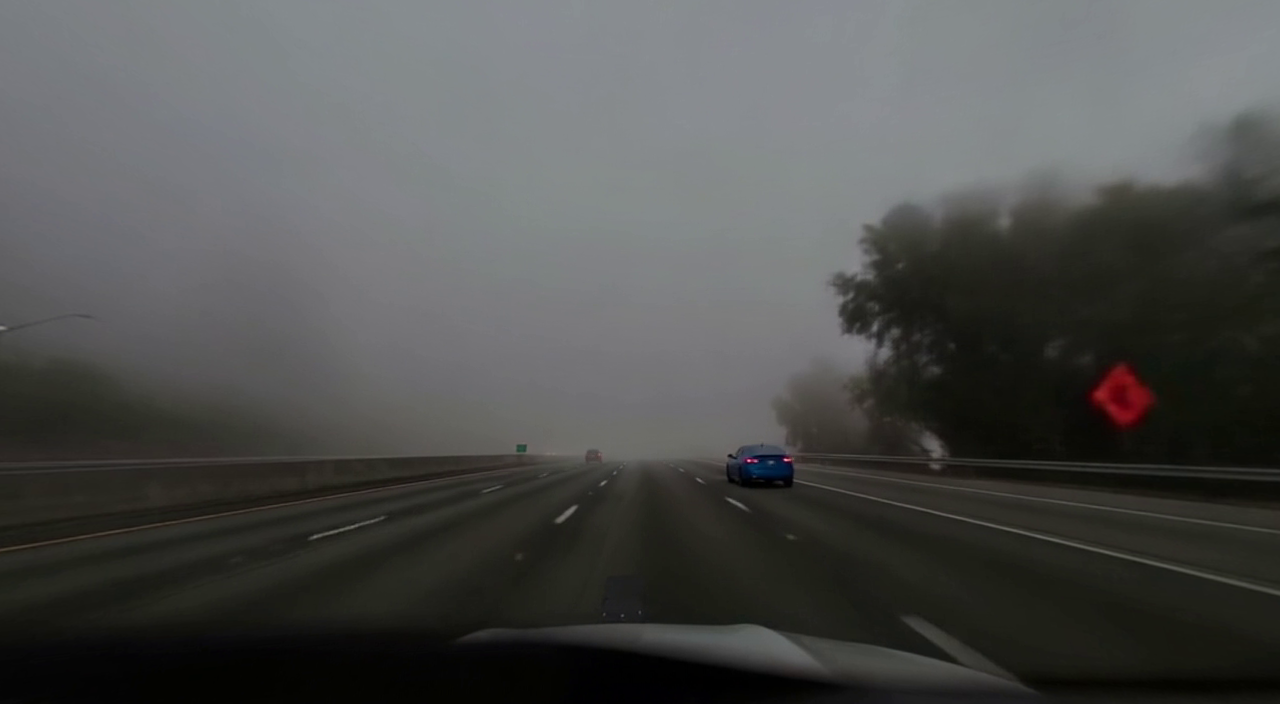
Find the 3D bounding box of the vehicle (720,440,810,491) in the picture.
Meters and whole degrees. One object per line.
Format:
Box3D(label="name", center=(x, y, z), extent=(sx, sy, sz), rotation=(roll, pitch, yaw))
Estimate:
Box3D(label="vehicle", center=(3.989, 3.722, 20.937), extent=(2.033, 1.501, 4.398), rotation=(0, -9, -1))
